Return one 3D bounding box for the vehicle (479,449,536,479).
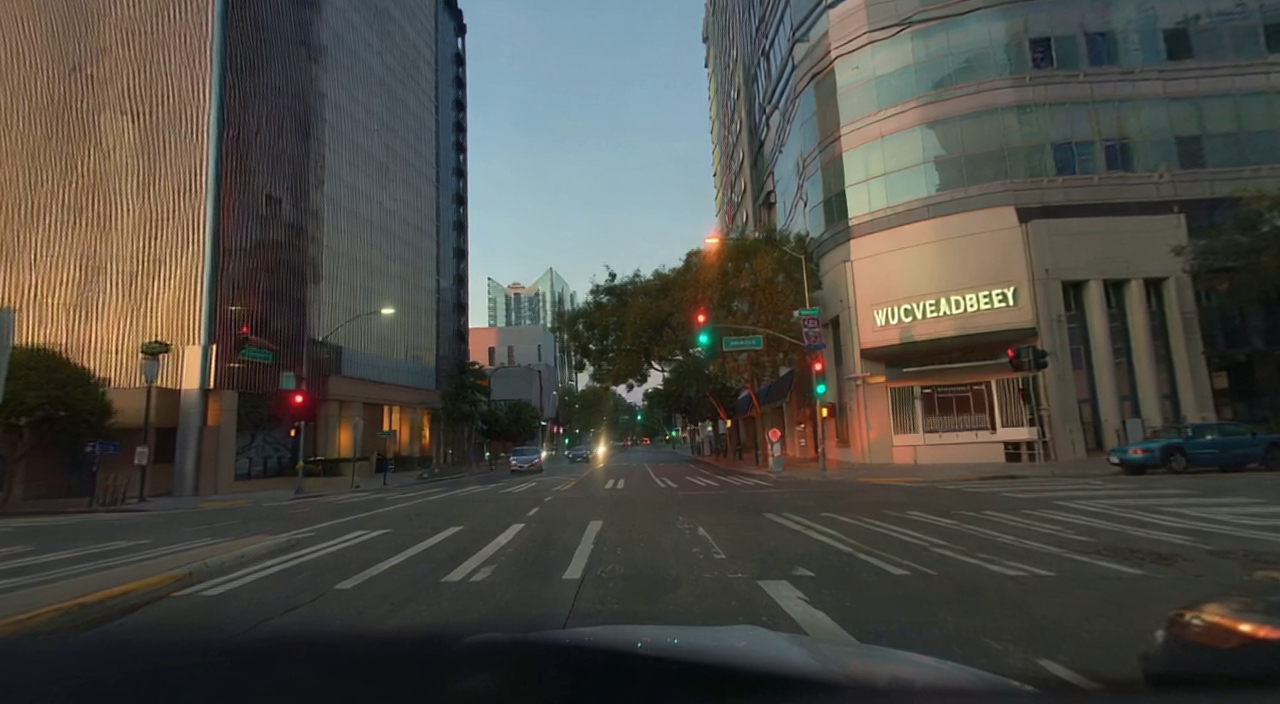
[{"bbox_3d":[-6.932,5.887,33.501,1.893,1.451,4.276,-1,-9,3],"label":"vehicle"}]
